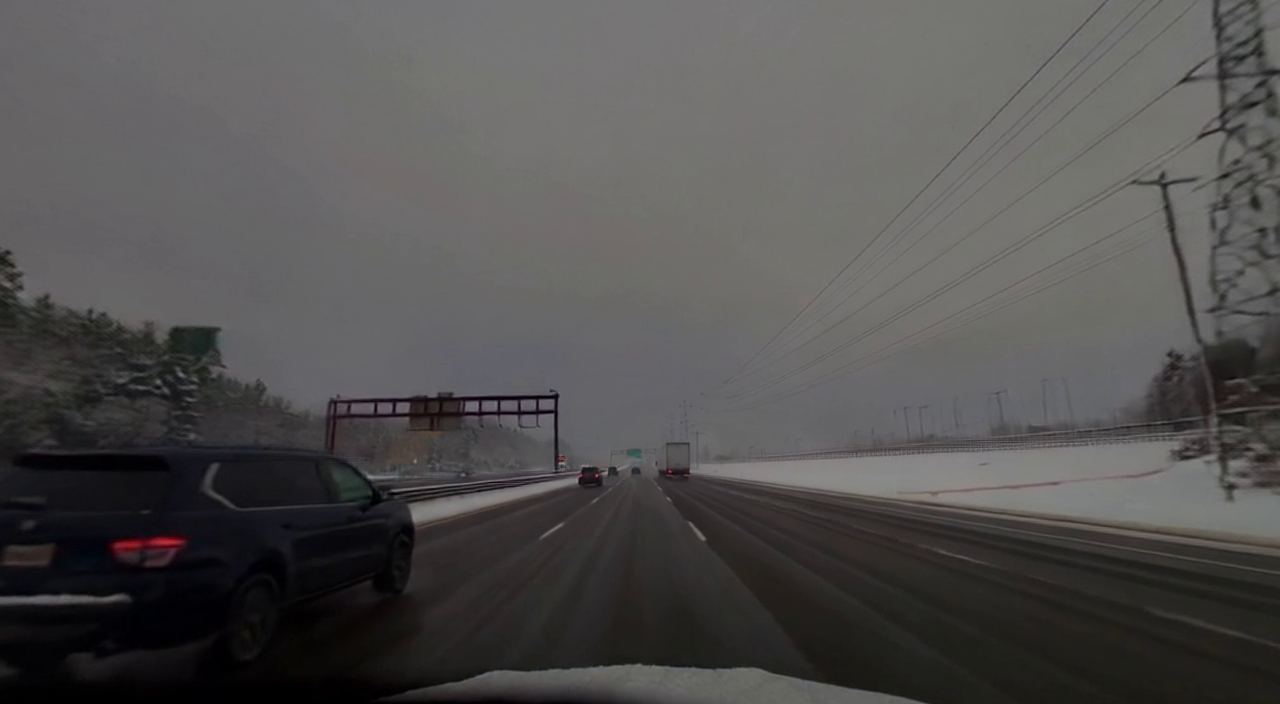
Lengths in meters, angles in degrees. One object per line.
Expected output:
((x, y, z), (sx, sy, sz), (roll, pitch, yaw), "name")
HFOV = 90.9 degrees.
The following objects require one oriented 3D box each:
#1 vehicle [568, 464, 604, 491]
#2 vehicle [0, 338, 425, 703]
((-3.390, 8.012, 40.352), (1.942, 1.597, 3.943), (1, -11, 0), "vehicle")
((-3.274, 1.185, 4.291), (2.065, 1.722, 4.441), (1, -11, -1), "vehicle")
